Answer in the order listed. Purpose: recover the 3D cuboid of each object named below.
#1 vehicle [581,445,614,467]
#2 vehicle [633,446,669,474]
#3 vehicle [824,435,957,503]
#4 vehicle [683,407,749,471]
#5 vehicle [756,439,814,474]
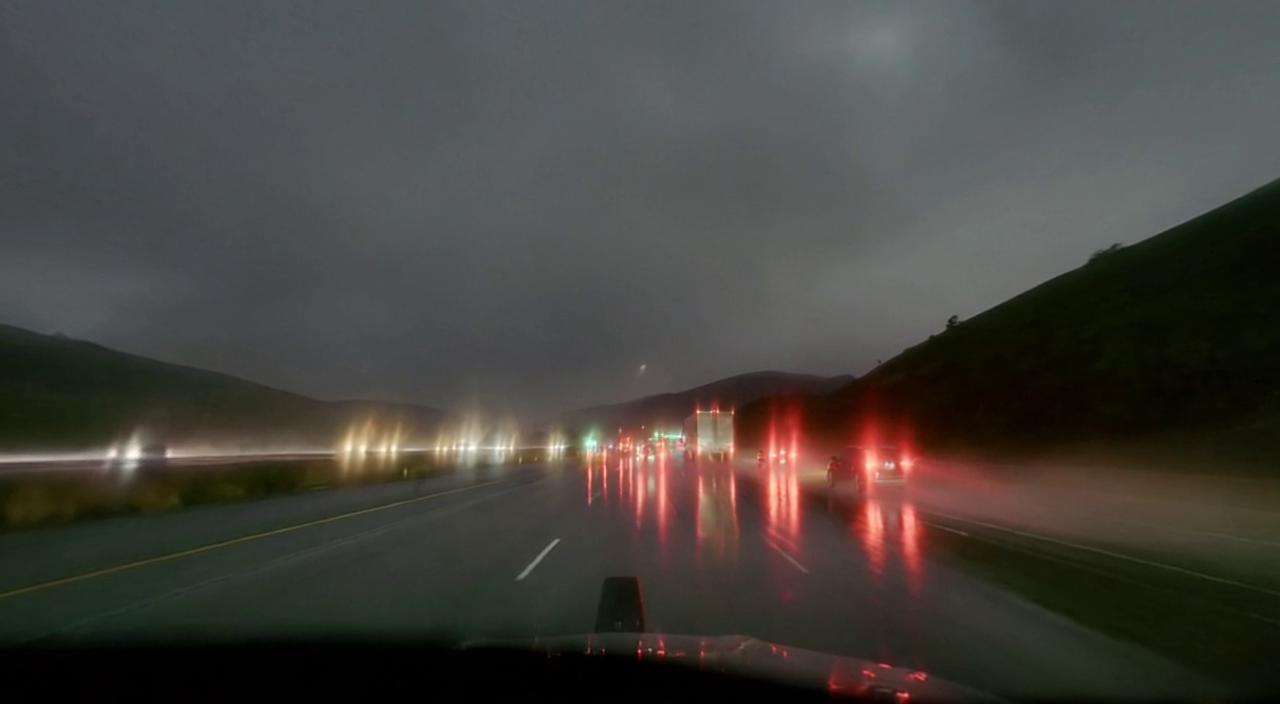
[{"bbox_3d":[-3.136,7.746,47.052,2.132,1.506,4.256,0,-9,0],"label":"vehicle"},{"bbox_3d":[0.614,5.994,35.196,1.866,1.492,3.932,0,-9,1],"label":"vehicle"},{"bbox_3d":[7.020,3.311,18.244,2.044,1.676,4.421,0,-9,0],"label":"vehicle"},{"bbox_3d":[4.704,5.820,41.650,3.130,3.607,11.129,0,-9,1],"label":"vehicle"},{"bbox_3d":[7.994,5.787,35.149,2.143,1.775,4.729,0,-9,0],"label":"vehicle"}]
